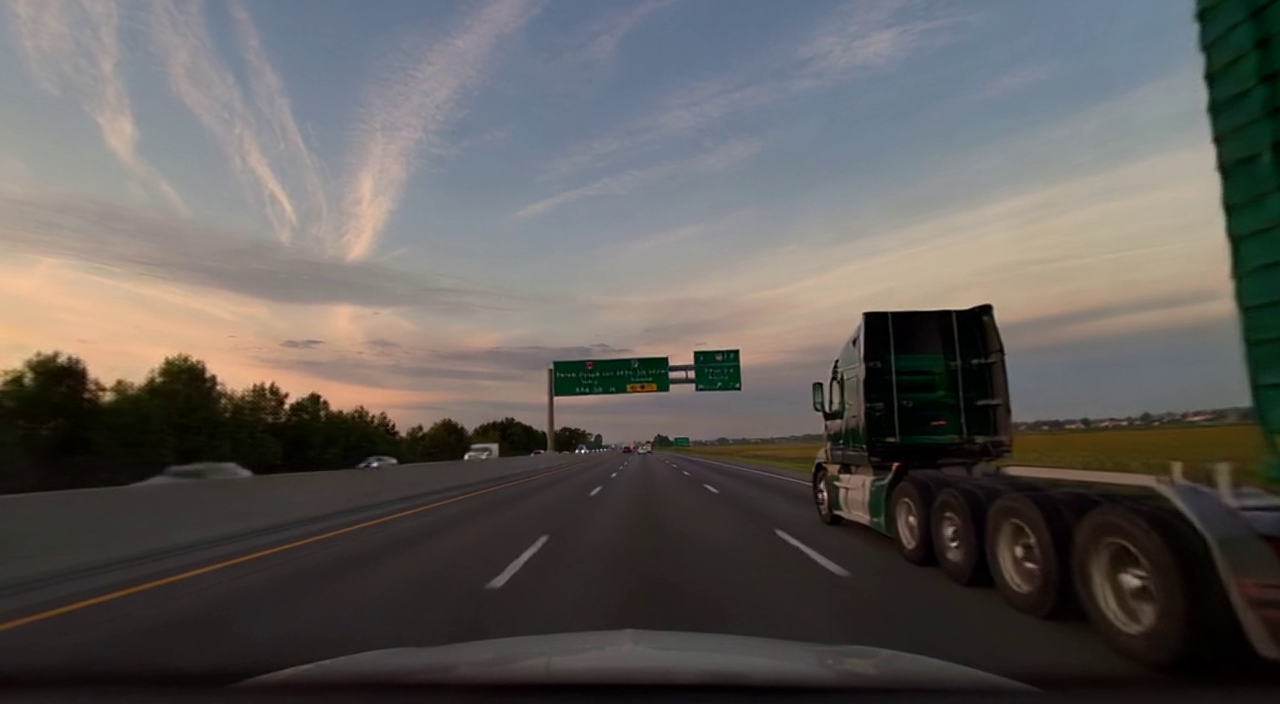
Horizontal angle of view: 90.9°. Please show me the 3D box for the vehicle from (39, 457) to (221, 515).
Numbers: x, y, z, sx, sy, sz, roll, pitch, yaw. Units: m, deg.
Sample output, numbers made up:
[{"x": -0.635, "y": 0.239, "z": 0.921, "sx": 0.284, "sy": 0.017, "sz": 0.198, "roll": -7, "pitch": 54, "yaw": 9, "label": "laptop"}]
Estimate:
[{"x": -14.515, "y": 3.803, "z": 18.313, "sx": 1.758, "sy": 1.410, "sz": 4.175, "roll": 0, "pitch": -9, "yaw": 0, "label": "vehicle"}]

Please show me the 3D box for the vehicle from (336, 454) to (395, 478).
[{"x": -18.907, "y": 7.846, "z": 43.609, "sx": 1.930, "sy": 1.500, "sz": 4.688, "roll": 0, "pitch": -9, "yaw": 0, "label": "vehicle"}]

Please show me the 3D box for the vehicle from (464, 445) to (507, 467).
[{"x": -11.492, "y": 7.787, "z": 47.170, "sx": 1.992, "sy": 1.576, "sz": 4.708, "roll": 0, "pitch": -9, "yaw": 0, "label": "vehicle"}]

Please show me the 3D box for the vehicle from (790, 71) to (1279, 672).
[{"x": 3.997, "y": 0.448, "z": 7.069, "sx": 3.051, "sy": 3.968, "sz": 5.943, "roll": 0, "pitch": -9, "yaw": 0, "label": "vehicle"}]
